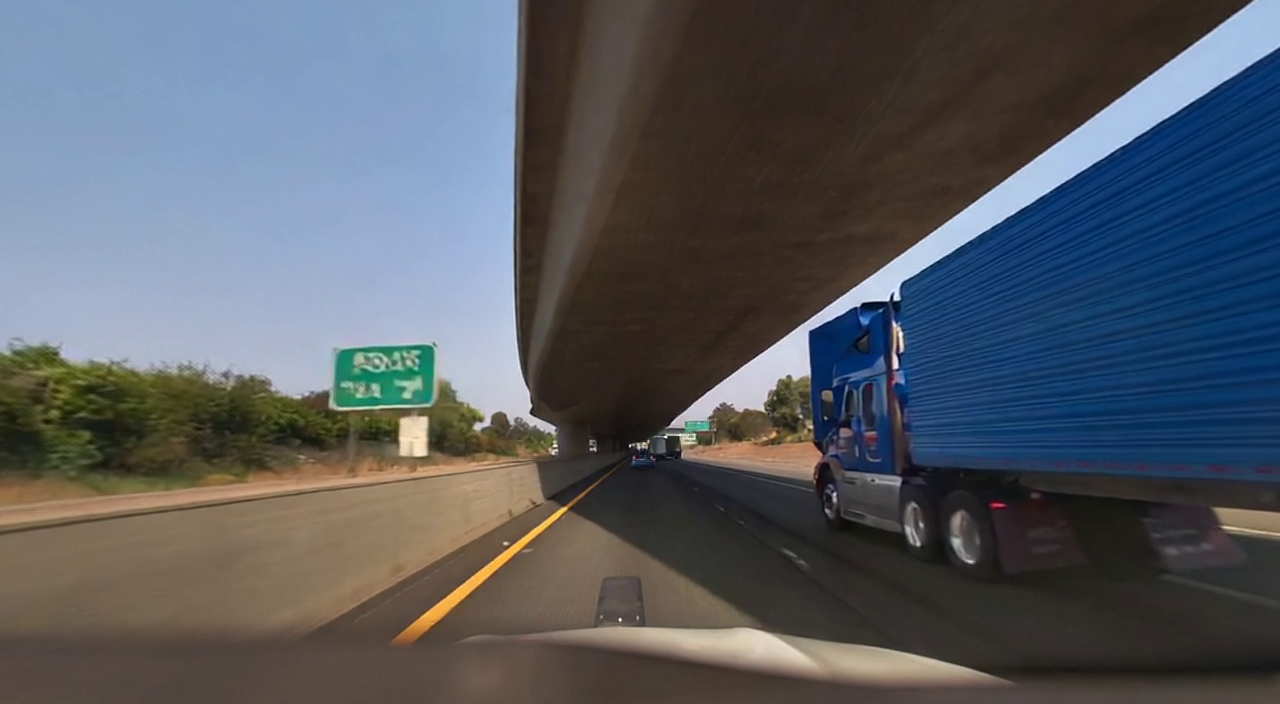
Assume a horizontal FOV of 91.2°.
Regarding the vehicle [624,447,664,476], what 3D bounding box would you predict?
[{"bbox_3d":[0.197,5.934,34.253,2.083,1.473,3.923,0,-9,0],"label":"vehicle"}]
